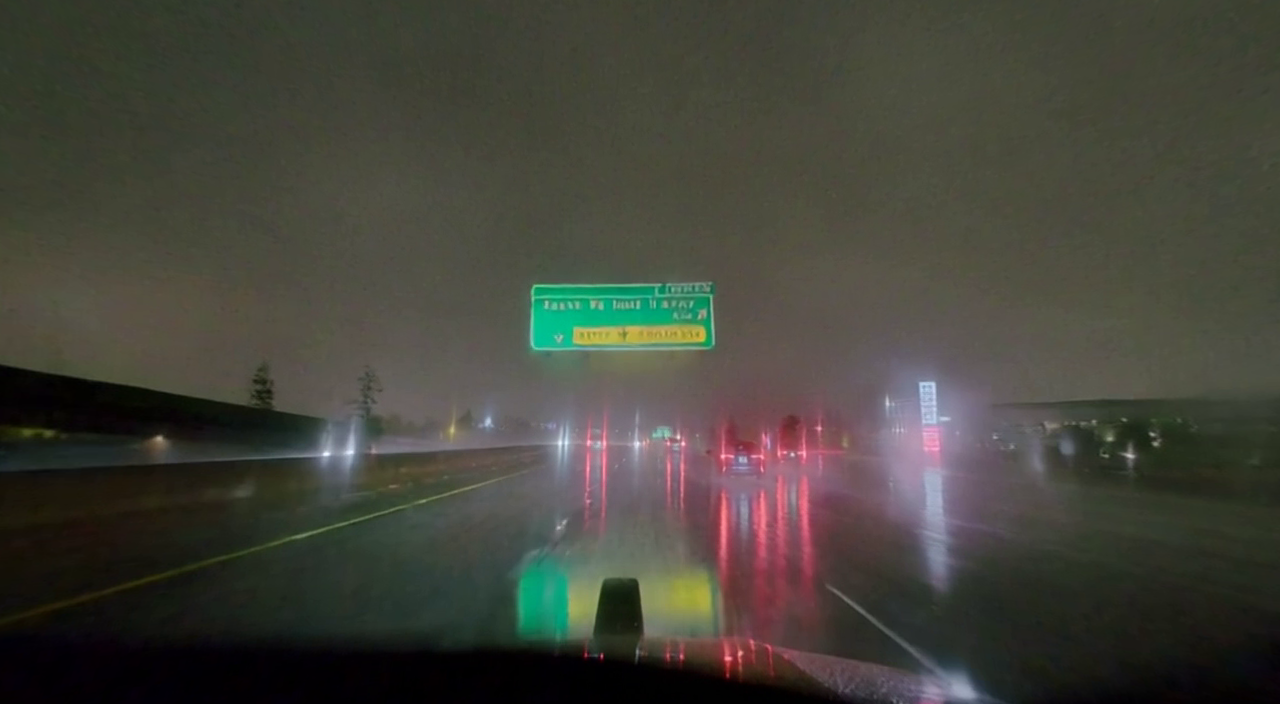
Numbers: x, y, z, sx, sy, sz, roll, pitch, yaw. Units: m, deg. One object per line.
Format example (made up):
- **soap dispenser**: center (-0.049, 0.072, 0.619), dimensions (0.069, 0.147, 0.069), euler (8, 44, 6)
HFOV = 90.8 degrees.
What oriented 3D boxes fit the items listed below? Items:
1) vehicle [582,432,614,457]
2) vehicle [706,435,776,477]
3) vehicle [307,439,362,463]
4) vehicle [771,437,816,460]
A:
- **vehicle**: center (-3.106, 6.922, 47.081), dimensions (2.072, 1.730, 4.381), euler (0, -8, 0)
- **vehicle**: center (3.797, 4.009, 24.552), dimensions (1.961, 1.504, 4.094), euler (0, -8, -1)
- **vehicle**: center (-21.892, 7.095, 45.400), dimensions (1.865, 1.631, 4.173), euler (0, -8, -1)
- **vehicle**: center (10.980, 6.925, 45.488), dimensions (2.019, 1.529, 4.385), euler (0, -8, -1)
